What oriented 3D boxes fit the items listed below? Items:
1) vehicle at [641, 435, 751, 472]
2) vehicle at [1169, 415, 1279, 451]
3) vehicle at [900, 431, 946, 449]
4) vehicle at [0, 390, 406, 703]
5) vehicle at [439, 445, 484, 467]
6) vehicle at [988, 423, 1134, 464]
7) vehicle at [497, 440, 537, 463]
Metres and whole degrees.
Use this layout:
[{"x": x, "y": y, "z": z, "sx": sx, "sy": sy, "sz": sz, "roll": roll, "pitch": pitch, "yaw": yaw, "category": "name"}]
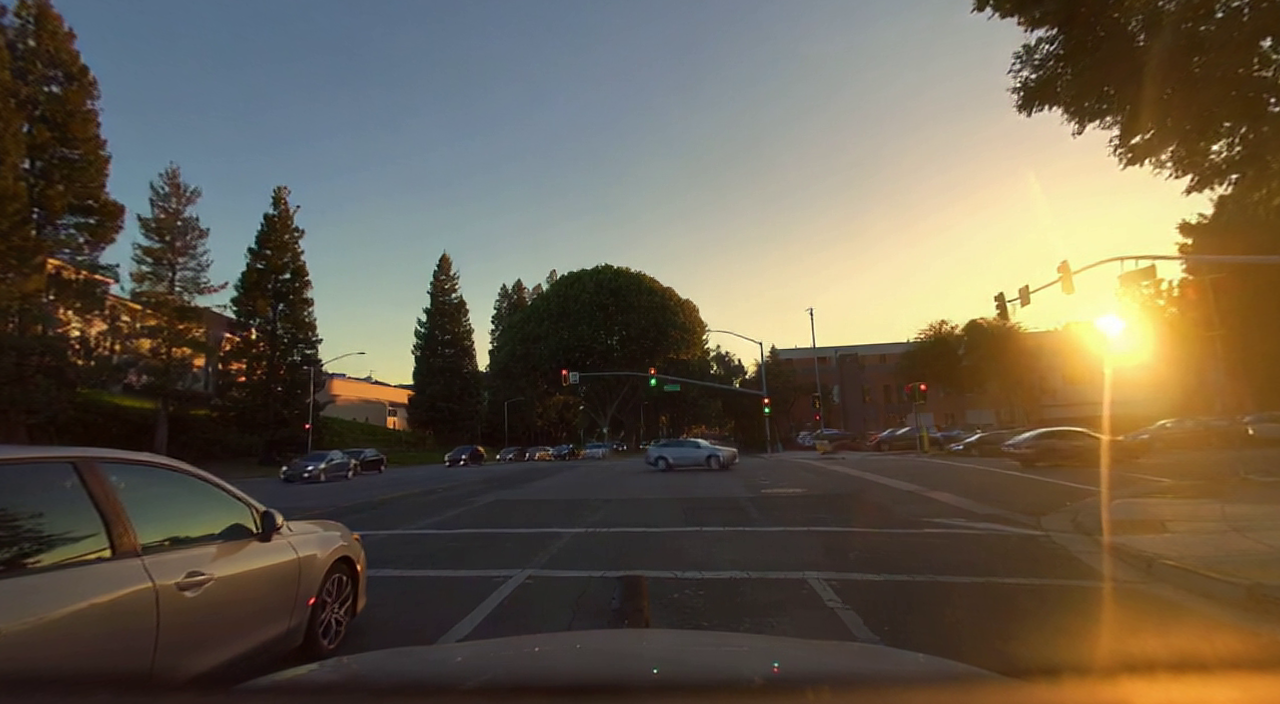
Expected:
[{"x": 2.356, "y": 4.358, "z": 27.169, "sx": 4.364, "sy": 1.450, "sz": 1.841, "roll": -6, "pitch": -10, "yaw": 34, "category": "vehicle"}, {"x": 26.832, "y": 3.656, "z": 28.422, "sx": 4.240, "sy": 1.540, "sz": 1.944, "roll": 1, "pitch": -9, "yaw": -4, "category": "vehicle"}, {"x": 22.443, "y": 6.988, "z": 49.887, "sx": 1.930, "sy": 1.410, "sz": 4.313, "roll": -8, "pitch": -12, "yaw": 43, "category": "vehicle"}, {"x": -2.946, "y": 0.992, "z": 2.785, "sx": 1.924, "sy": 1.482, "sz": 4.734, "roll": 0, "pitch": -8, "yaw": 1, "category": "vehicle"}, {"x": -13.457, "y": 7.865, "z": 47.699, "sx": 1.935, "sy": 1.554, "sz": 3.995, "roll": -1, "pitch": -8, "yaw": 5, "category": "vehicle"}, {"x": 16.309, "y": 3.578, "z": 24.611, "sx": 4.180, "sy": 1.478, "sz": 1.986, "roll": -1, "pitch": -9, "yaw": 6, "category": "vehicle"}, {"x": -9.630, "y": 7.836, "z": 49.767, "sx": 1.905, "sy": 1.724, "sz": 4.449, "roll": -1, "pitch": -8, "yaw": 5, "category": "vehicle"}]
